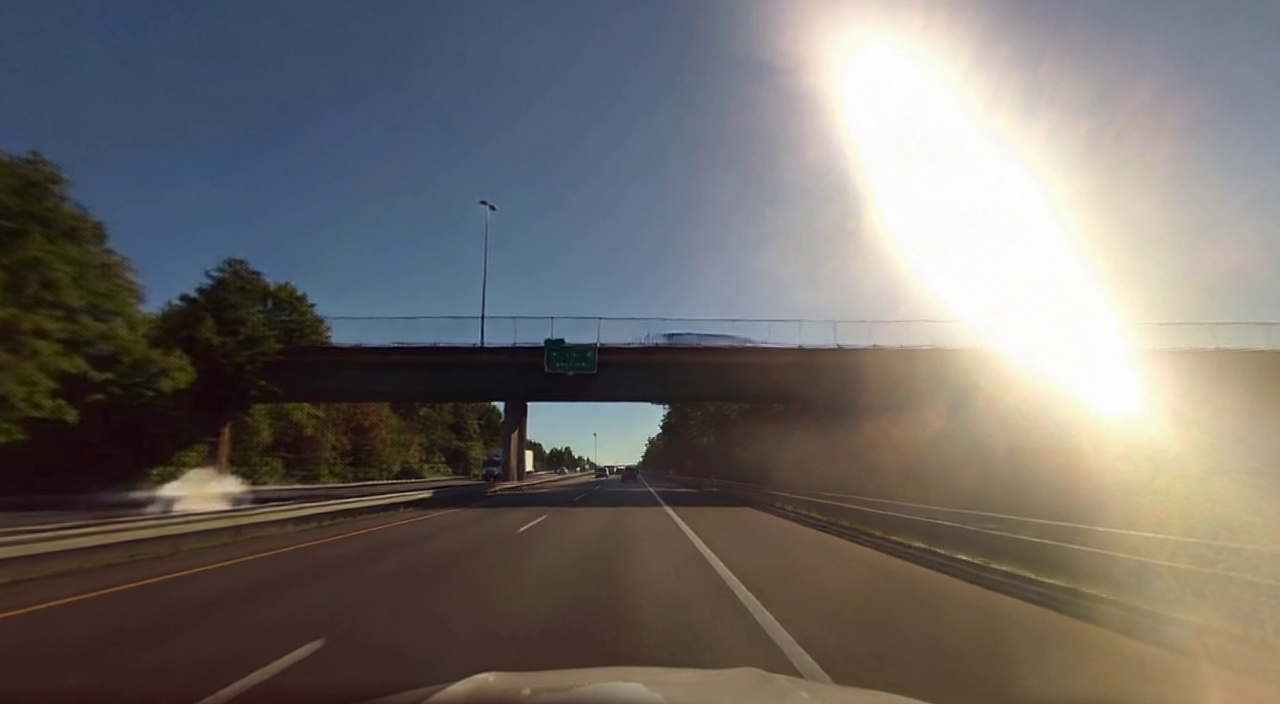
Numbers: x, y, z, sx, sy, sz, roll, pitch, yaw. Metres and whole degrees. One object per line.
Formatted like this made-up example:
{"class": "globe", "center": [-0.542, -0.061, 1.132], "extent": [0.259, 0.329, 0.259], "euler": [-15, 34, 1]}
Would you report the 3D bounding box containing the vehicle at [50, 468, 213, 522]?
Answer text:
{"class": "vehicle", "center": [-15.562, 4.372, 19.585], "extent": [1.833, 1.469, 3.648], "euler": [0, -11, 3]}
